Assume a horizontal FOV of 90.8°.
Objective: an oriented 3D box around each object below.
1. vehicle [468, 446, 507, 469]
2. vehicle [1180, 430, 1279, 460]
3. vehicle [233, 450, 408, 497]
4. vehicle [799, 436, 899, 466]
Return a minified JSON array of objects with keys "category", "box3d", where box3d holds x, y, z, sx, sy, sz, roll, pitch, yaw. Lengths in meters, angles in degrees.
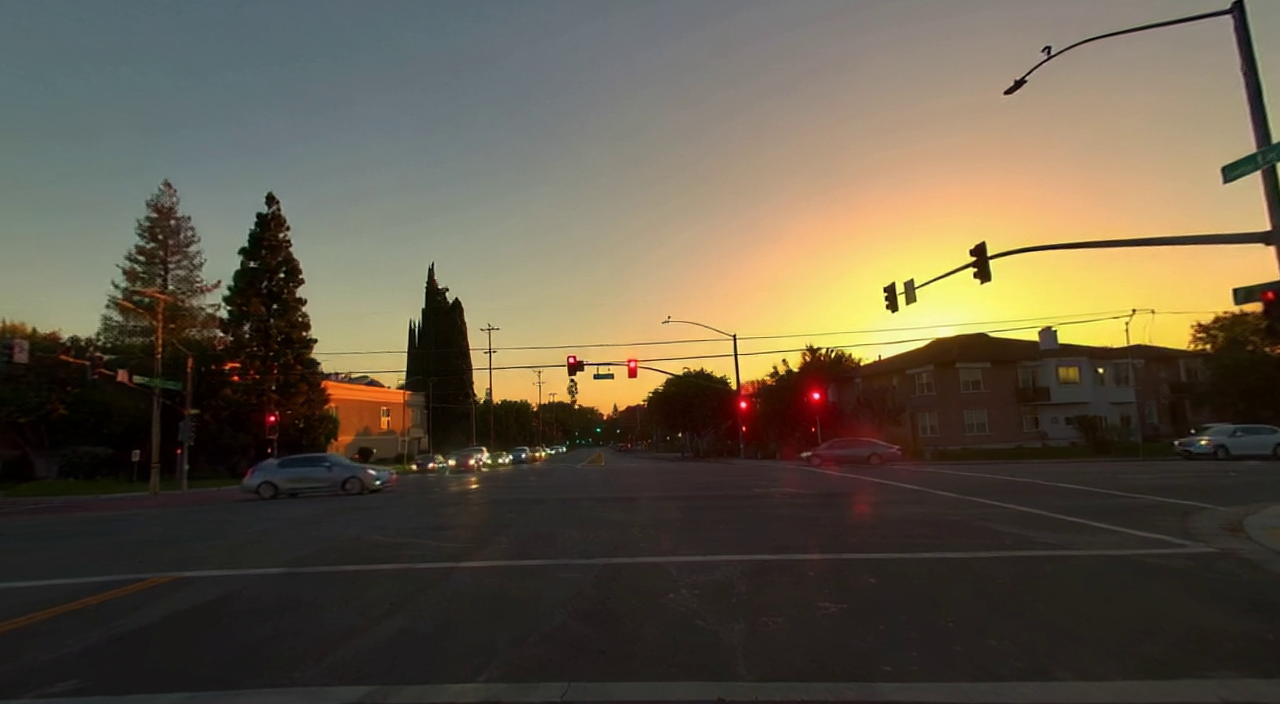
[{"category":"vehicle","box3d":[-10.732,7.455,44.756,1.881,1.509,3.377,0,-9,1]},{"category":"vehicle","box3d":[31.294,4.886,33.040,4.318,1.488,1.870,0,-9,-1]},{"category":"vehicle","box3d":[-10.638,4.073,21.318,4.823,1.449,2.017,-1,-9,1]},{"category":"vehicle","box3d":[11.556,5.490,35.020,4.873,1.539,1.932,-6,-10,33]}]
